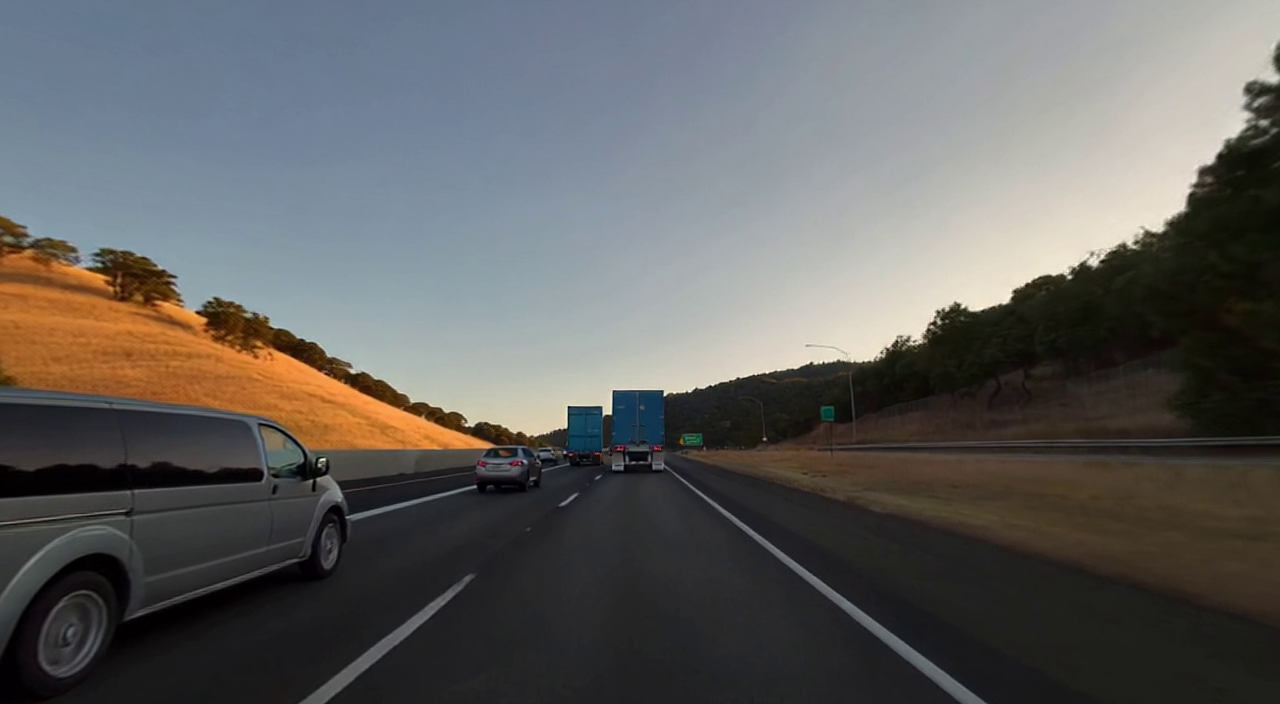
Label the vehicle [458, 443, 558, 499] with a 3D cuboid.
[{"bbox_3d":[-3.708,3.405,18.541,1.950,1.446,4.224,0,-8,1],"label":"vehicle"}]

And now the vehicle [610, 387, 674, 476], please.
[{"bbox_3d":[0.242,4.372,33.978,2.913,3.988,10.874,-1,-8,2],"label":"vehicle"}]

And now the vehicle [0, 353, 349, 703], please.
[{"bbox_3d":[-4.159,1.068,4.130,2.136,1.779,4.875,0,-8,0],"label":"vehicle"}]
